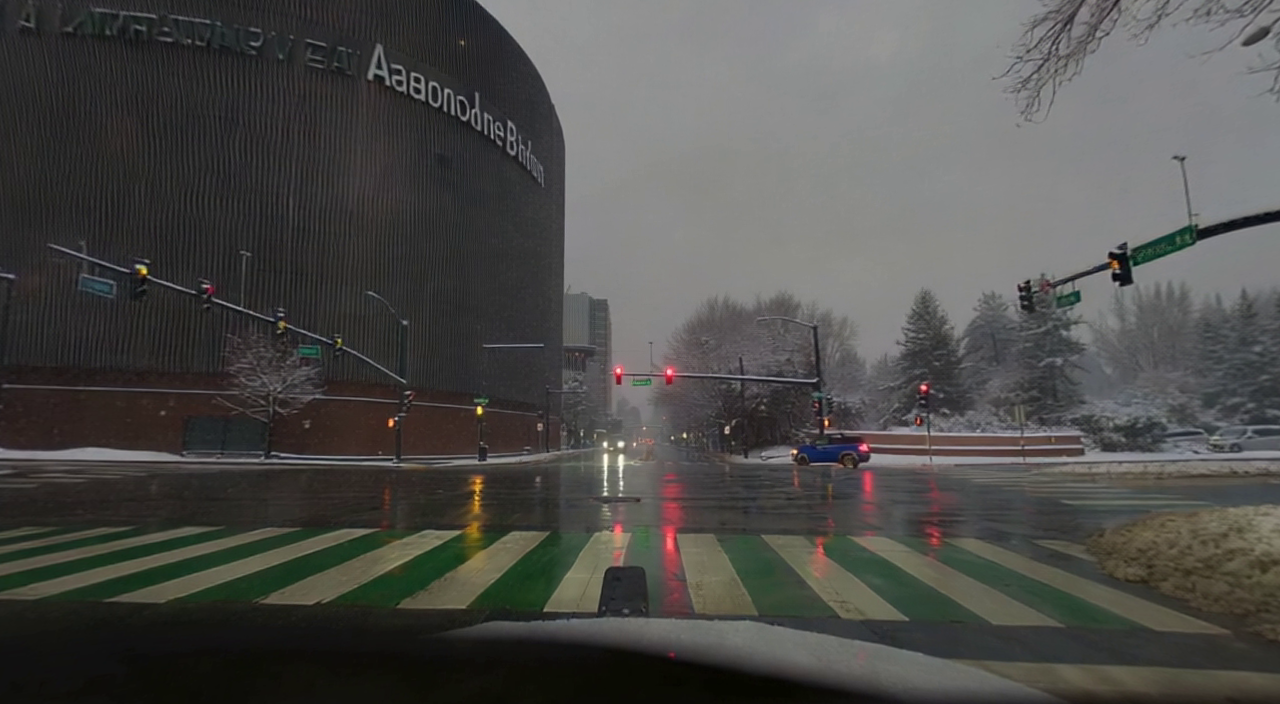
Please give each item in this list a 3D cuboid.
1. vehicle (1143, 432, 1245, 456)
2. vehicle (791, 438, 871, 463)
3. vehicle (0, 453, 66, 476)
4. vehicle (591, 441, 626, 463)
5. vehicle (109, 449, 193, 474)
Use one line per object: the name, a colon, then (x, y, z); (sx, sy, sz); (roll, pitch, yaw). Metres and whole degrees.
vehicle: (36.132, 6.015, 41.207); (4.767, 1.456, 1.858); (-1, -8, 3)
vehicle: (11.882, 6.160, 39.501); (4.529, 1.457, 1.981); (-1, -9, 9)
vehicle: (-41.657, 7.632, 42.747); (3.698, 1.467, 1.779); (0, -8, 1)
vehicle: (-2.155, 7.100, 44.807); (2.280, 1.454, 4.836); (0, -8, 0)
vehicle: (-33.092, 7.407, 42.742); (4.136, 1.661, 1.857); (0, -8, 1)
